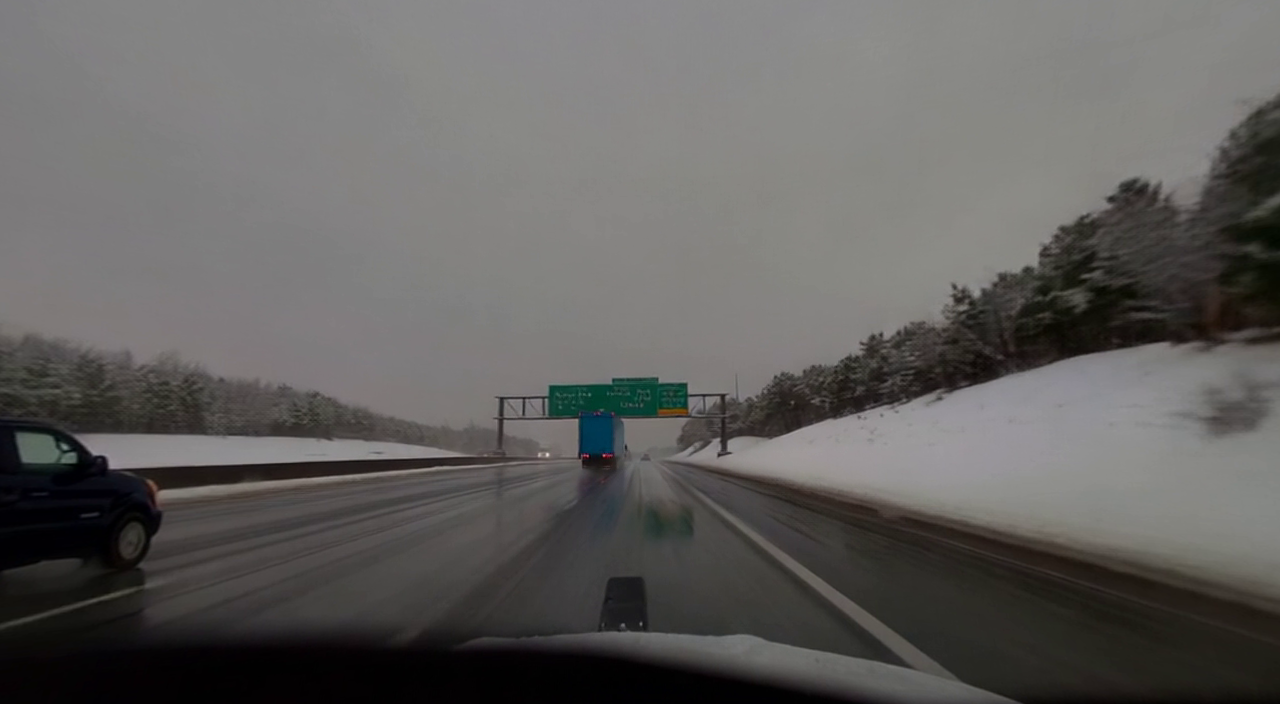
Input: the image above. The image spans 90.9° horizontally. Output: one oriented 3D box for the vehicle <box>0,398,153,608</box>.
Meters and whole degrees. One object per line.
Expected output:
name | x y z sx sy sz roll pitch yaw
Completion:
vehicle | -6.834 1.209 4.684 2.175 1.860 5.236 0 -8 1
